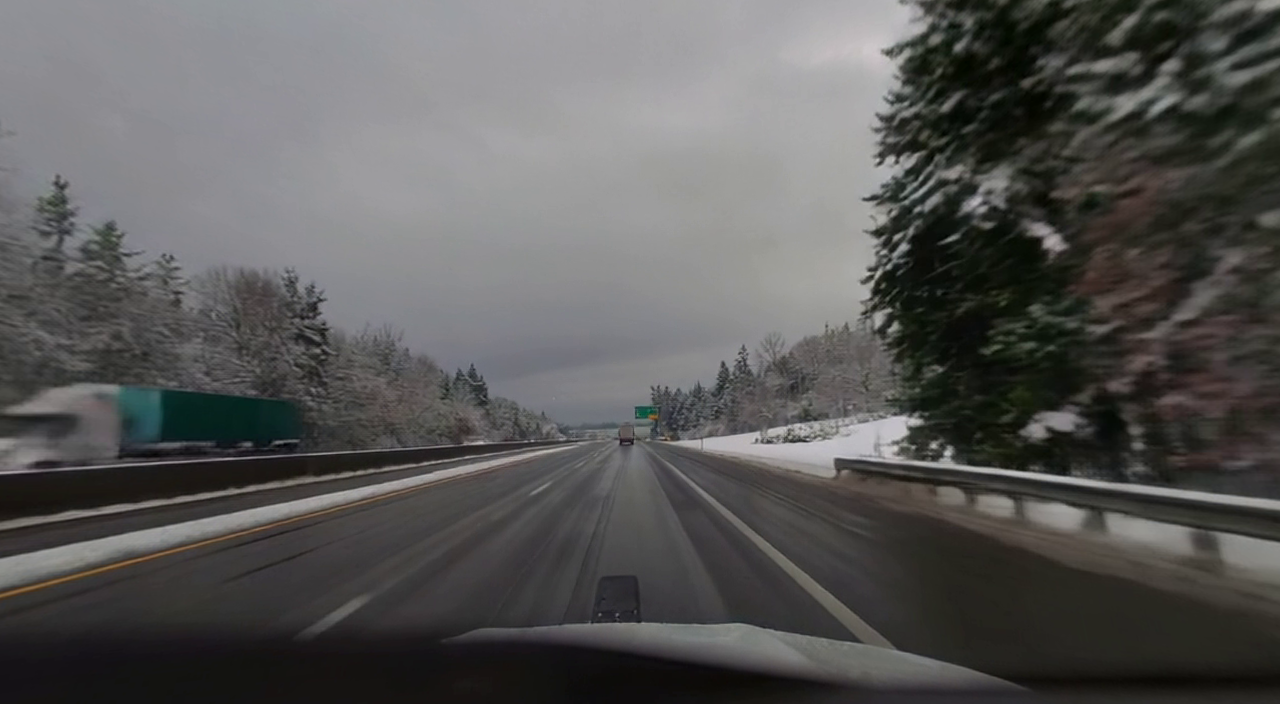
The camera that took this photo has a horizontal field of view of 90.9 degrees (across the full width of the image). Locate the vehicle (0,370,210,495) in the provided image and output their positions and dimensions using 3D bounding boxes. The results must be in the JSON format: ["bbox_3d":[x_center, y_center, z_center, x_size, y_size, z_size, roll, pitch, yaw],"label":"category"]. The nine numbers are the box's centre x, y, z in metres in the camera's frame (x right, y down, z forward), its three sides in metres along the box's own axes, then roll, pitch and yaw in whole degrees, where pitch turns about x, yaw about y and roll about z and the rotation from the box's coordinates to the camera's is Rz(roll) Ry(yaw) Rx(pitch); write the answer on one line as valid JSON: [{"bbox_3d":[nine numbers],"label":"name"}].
[{"bbox_3d":[-17.360,2.577,20.263,2.903,3.412,5.821,0,-7,-2],"label":"vehicle"}]
